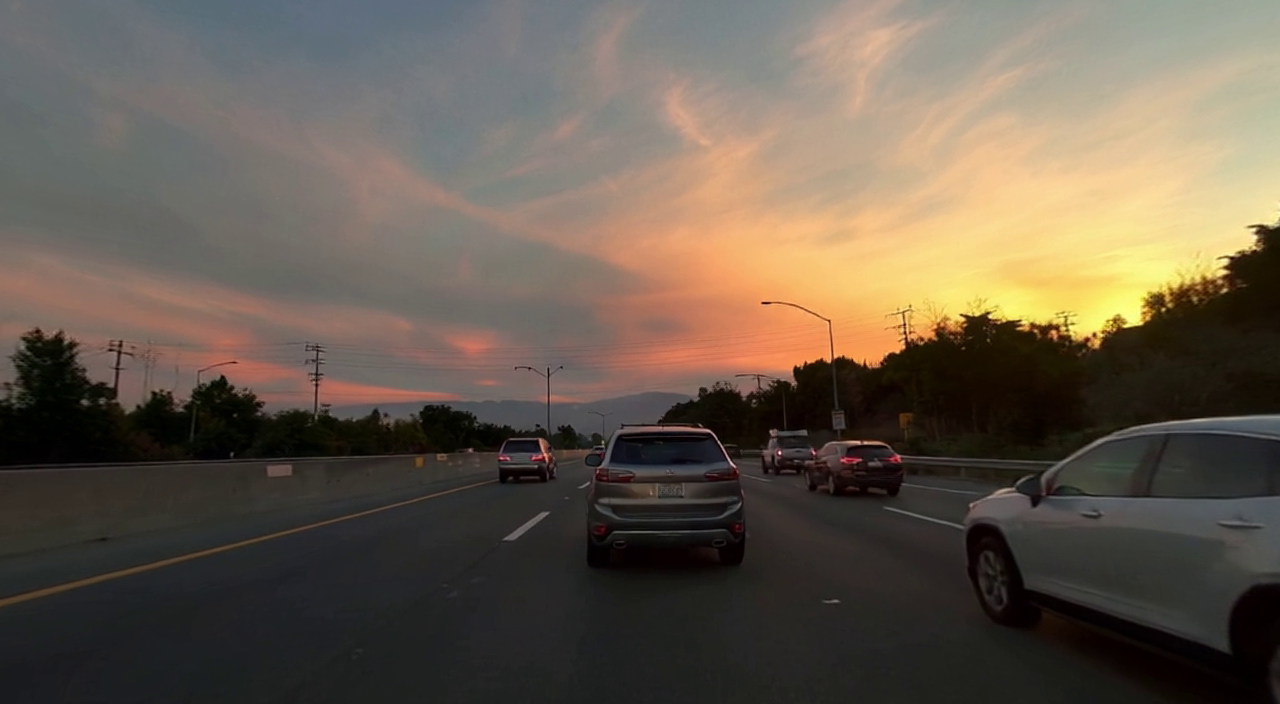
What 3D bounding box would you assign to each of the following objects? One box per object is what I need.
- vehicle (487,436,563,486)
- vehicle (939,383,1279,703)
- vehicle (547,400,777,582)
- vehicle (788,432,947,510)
[{"bbox_3d":[-4.383,4.223,24.715,2.047,1.755,4.638,0,-9,1],"label":"vehicle"},{"bbox_3d":[3.324,0.928,2.516,2.028,1.534,4.691,0,-9,1],"label":"vehicle"},{"bbox_3d":[0.087,1.652,8.169,2.230,1.740,3.976,1,-9,-4],"label":"vehicle"},{"bbox_3d":[5.403,2.884,15.713,1.972,1.647,4.429,1,-9,-5],"label":"vehicle"}]
